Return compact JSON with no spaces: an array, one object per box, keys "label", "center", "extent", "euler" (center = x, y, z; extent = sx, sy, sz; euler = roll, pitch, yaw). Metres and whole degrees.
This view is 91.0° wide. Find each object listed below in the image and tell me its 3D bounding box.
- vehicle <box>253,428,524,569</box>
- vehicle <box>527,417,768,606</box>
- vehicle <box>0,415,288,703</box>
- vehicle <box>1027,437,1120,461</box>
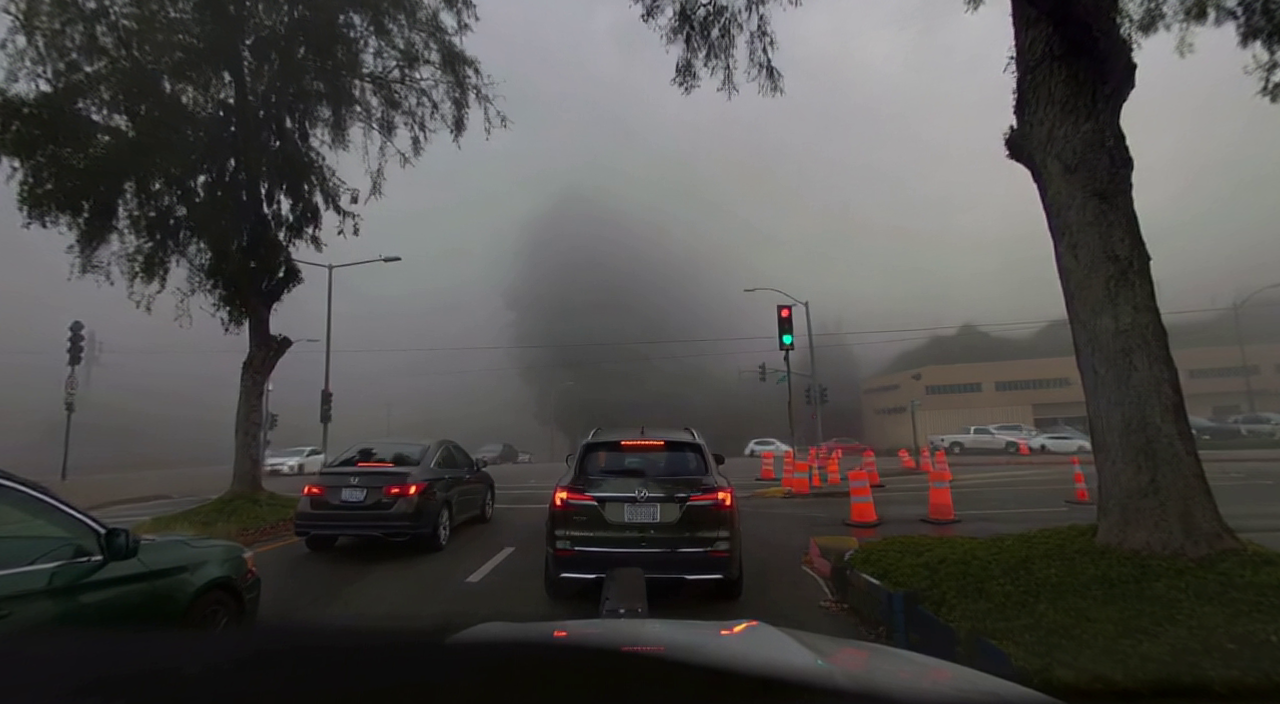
[{"label":"vehicle","center":[-3.271,1.999,9.449],"extent":[1.989,1.541,4.626],"euler":[0,-9,2]},{"label":"vehicle","center":[0.113,1.623,7.213],"extent":[2.021,1.560,3.676],"euler":[0,-9,1]},{"label":"vehicle","center":[-3.593,0.942,2.148],"extent":[1.964,1.497,4.722],"euler":[0,-9,1]},{"label":"vehicle","center":[28.014,6.268,40.791],"extent":[4.579,1.480,1.819],"euler":[0,-9,2]}]
